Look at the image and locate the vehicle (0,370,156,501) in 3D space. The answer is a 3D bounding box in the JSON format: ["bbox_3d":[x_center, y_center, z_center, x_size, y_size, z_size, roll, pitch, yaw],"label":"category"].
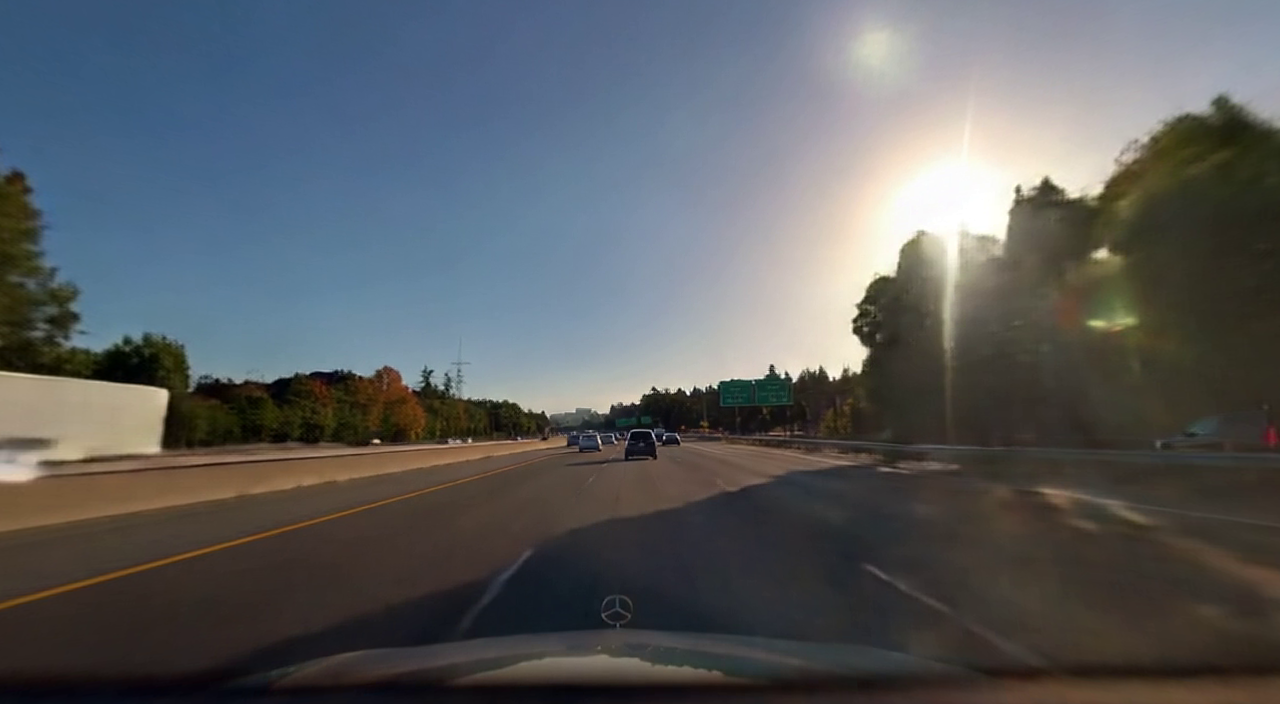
[{"bbox_3d":[-19.775,2.116,16.069,3.005,3.718,15.585,0,-8,-2],"label":"vehicle"}]

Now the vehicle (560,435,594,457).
[{"bbox_3d":[-4.255,6.431,43.229,2.014,1.471,4.380,0,-8,-1],"label":"vehicle"}]

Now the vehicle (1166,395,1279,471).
[{"bbox_3d":[22.638,2.909,22.581,2.232,2.540,6.015,0,-8,-2],"label":"vehicle"}]

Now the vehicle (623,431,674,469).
[{"bbox_3d":[0.287,4.313,28.022,2.086,1.554,3.875,0,-8,-2],"label":"vehicle"}]
